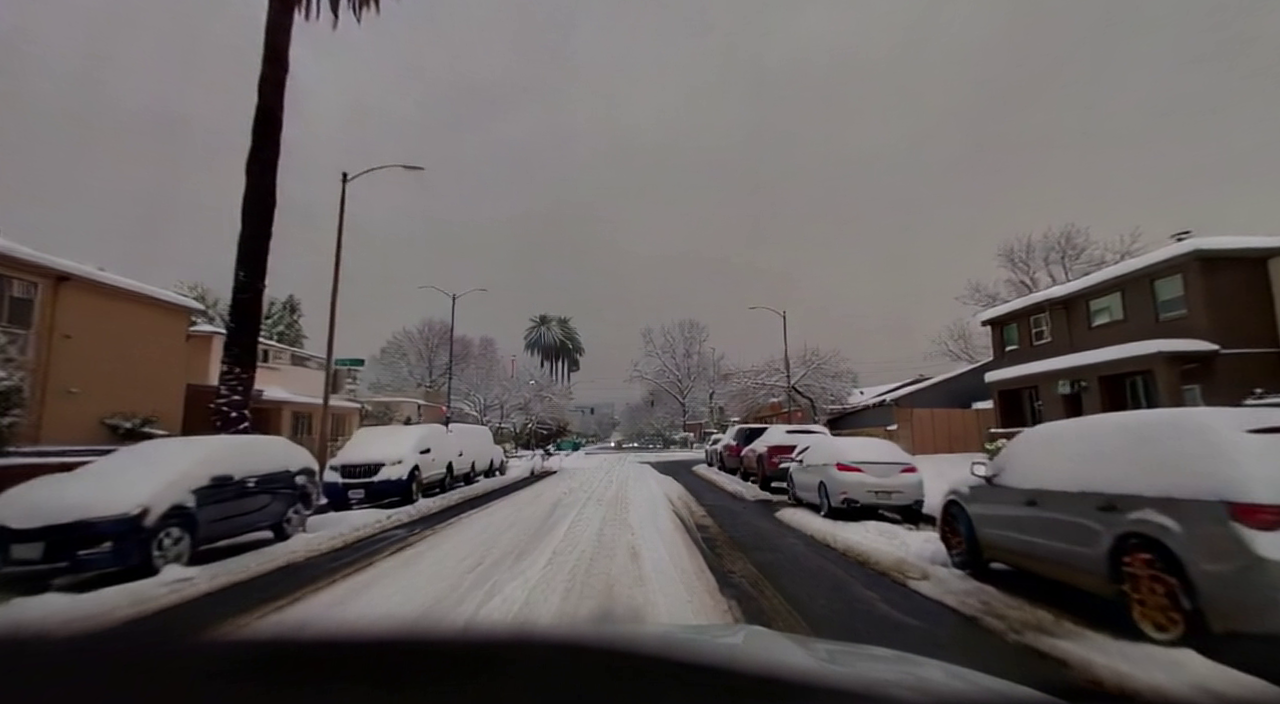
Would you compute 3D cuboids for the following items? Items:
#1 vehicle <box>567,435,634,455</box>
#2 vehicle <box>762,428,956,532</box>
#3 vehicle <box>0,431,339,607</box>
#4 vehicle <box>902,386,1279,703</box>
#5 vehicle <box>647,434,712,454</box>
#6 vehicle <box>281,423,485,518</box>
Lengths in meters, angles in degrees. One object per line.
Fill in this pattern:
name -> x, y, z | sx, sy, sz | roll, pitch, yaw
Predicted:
vehicle -> -2.908, 6.938, 47.026 | 4.828, 1.472, 1.863 | 0, -9, 0
vehicle -> 3.787, 2.280, 12.009 | 1.958, 1.485, 4.819 | 2, -8, 0
vehicle -> -5.777, 1.815, 7.914 | 1.849, 1.531, 4.562 | 0, -8, -1
vehicle -> 4.087, 1.297, 5.235 | 1.998, 1.649, 4.175 | 0, -8, 0
vehicle -> 2.892, 6.865, 46.965 | 4.663, 1.452, 1.853 | 0, -9, 1
vehicle -> -5.694, 2.726, 15.173 | 2.316, 1.808, 5.876 | 0, -8, 1
